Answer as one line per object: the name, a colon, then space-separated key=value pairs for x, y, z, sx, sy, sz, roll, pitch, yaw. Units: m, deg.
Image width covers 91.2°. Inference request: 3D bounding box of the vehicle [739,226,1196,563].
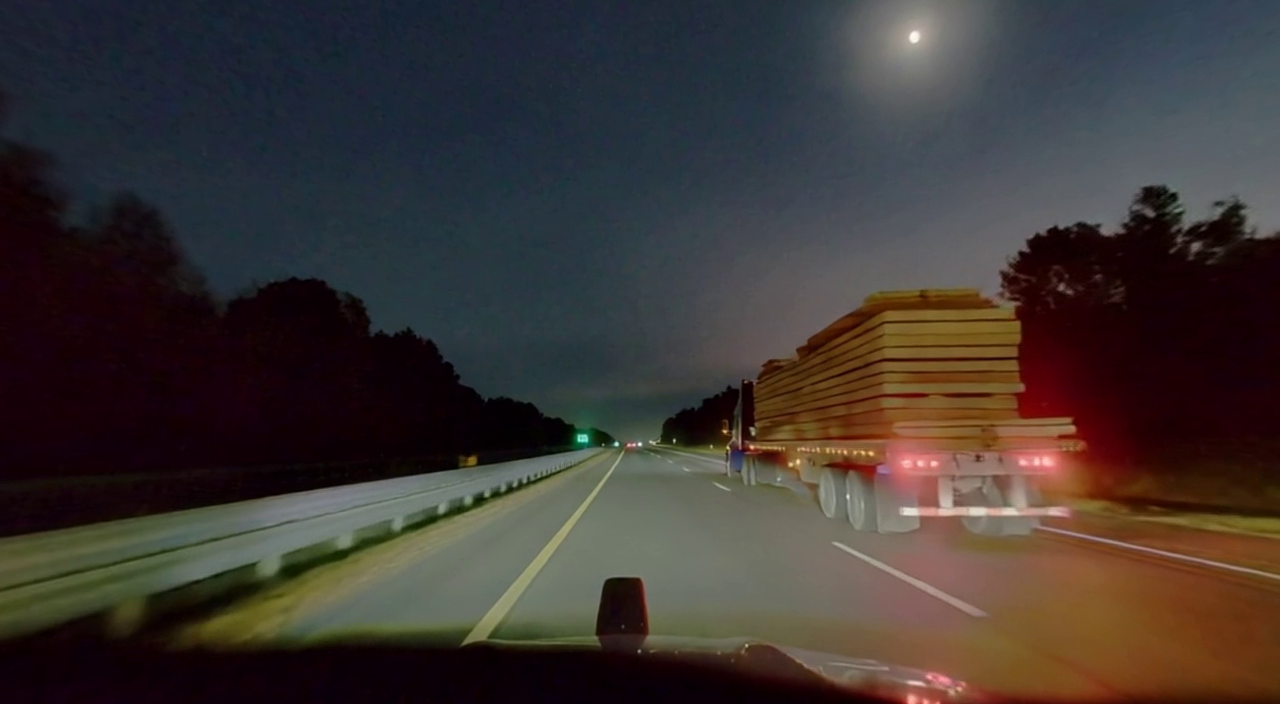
vehicle: x=4.890 y=1.465 z=14.418 sx=2.914 sy=4.000 sz=14.078 roll=0 pitch=-8 yaw=0
